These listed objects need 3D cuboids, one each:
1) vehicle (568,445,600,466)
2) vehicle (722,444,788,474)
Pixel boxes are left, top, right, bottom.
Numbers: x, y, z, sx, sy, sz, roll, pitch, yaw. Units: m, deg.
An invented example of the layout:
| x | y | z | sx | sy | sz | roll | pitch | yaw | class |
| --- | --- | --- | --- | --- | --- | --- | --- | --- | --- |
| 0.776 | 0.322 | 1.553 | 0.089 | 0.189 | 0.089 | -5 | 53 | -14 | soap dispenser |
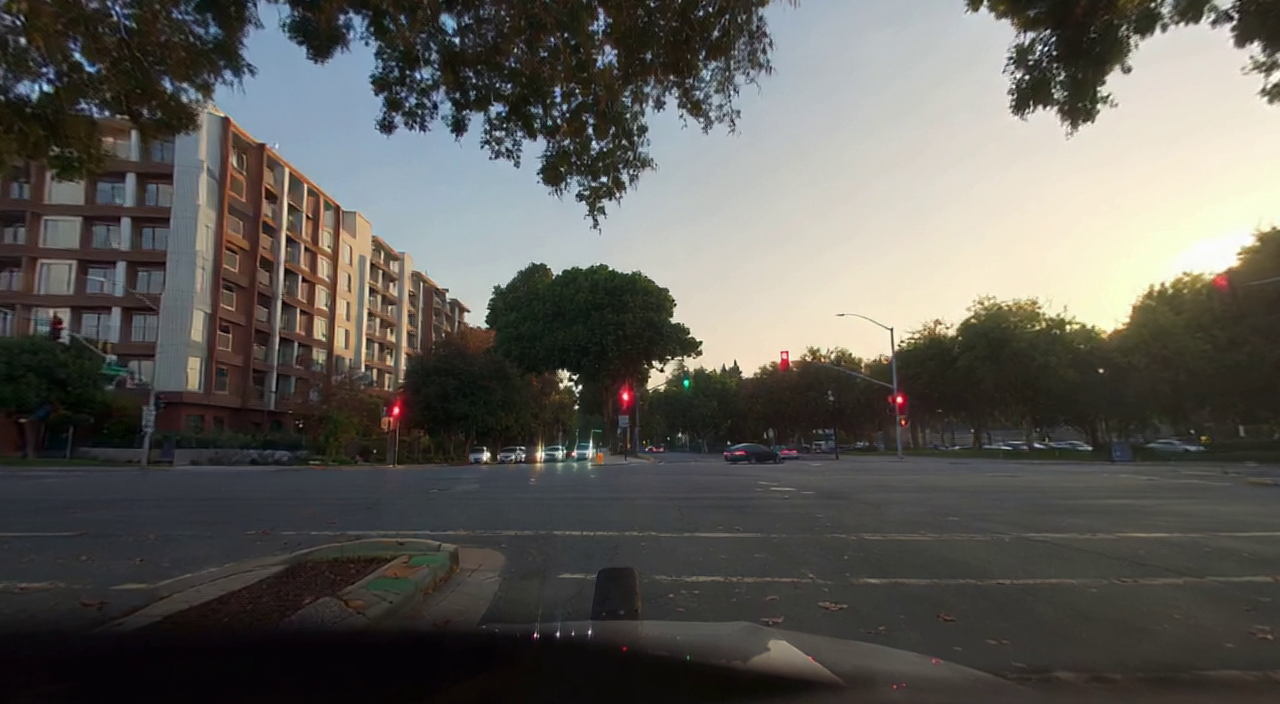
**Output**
| x | y | z | sx | sy | sz | roll | pitch | yaw | class |
| --- | --- | --- | --- | --- | --- | --- | --- | --- | --- |
| -4.333 | 8.131 | 49.753 | 2.130 | 1.613 | 4.121 | 0 | -8 | 0 | vehicle |
| 6.184 | 5.626 | 33.629 | 2.043 | 1.454 | 4.424 | -5 | -10 | 30 | vehicle |
